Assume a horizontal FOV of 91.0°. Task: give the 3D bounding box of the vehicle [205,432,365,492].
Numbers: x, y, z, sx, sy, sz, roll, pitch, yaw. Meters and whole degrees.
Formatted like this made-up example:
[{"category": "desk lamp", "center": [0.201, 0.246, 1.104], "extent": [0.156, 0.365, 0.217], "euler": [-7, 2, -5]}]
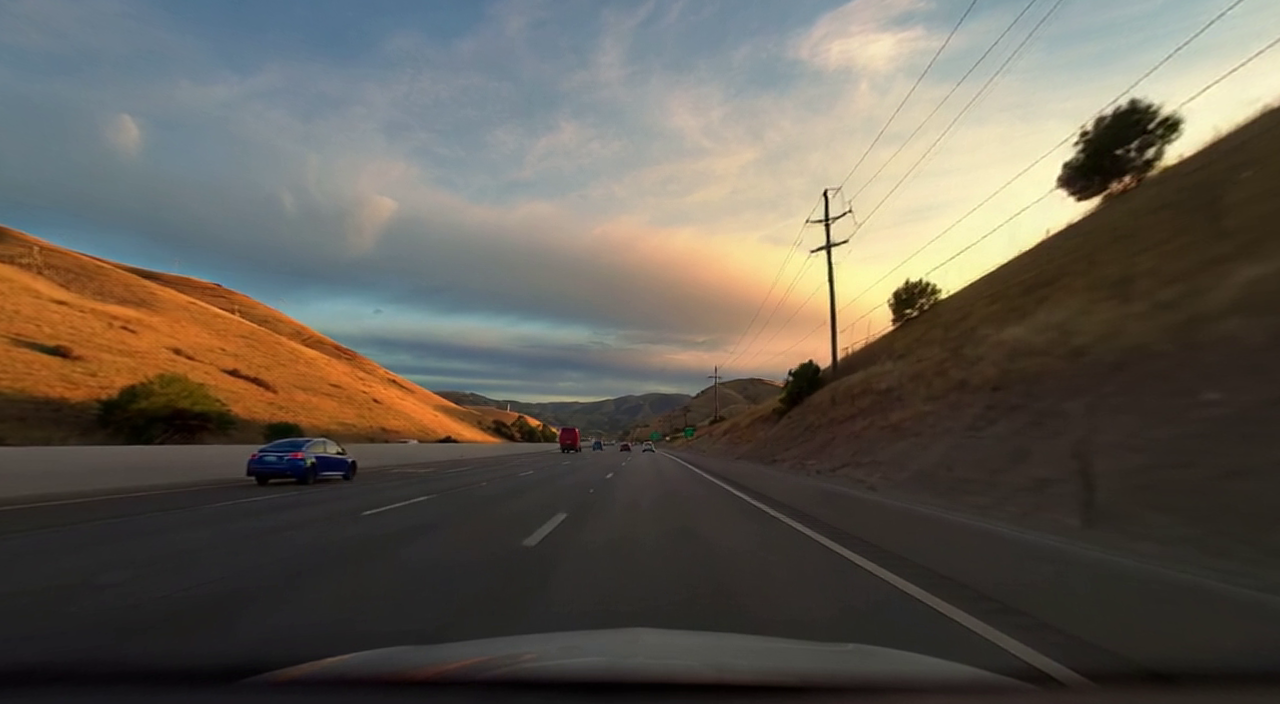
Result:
[{"category": "vehicle", "center": [-10.482, 3.278, 19.150], "extent": [1.971, 1.558, 4.847], "euler": [1, -8, 1]}]
